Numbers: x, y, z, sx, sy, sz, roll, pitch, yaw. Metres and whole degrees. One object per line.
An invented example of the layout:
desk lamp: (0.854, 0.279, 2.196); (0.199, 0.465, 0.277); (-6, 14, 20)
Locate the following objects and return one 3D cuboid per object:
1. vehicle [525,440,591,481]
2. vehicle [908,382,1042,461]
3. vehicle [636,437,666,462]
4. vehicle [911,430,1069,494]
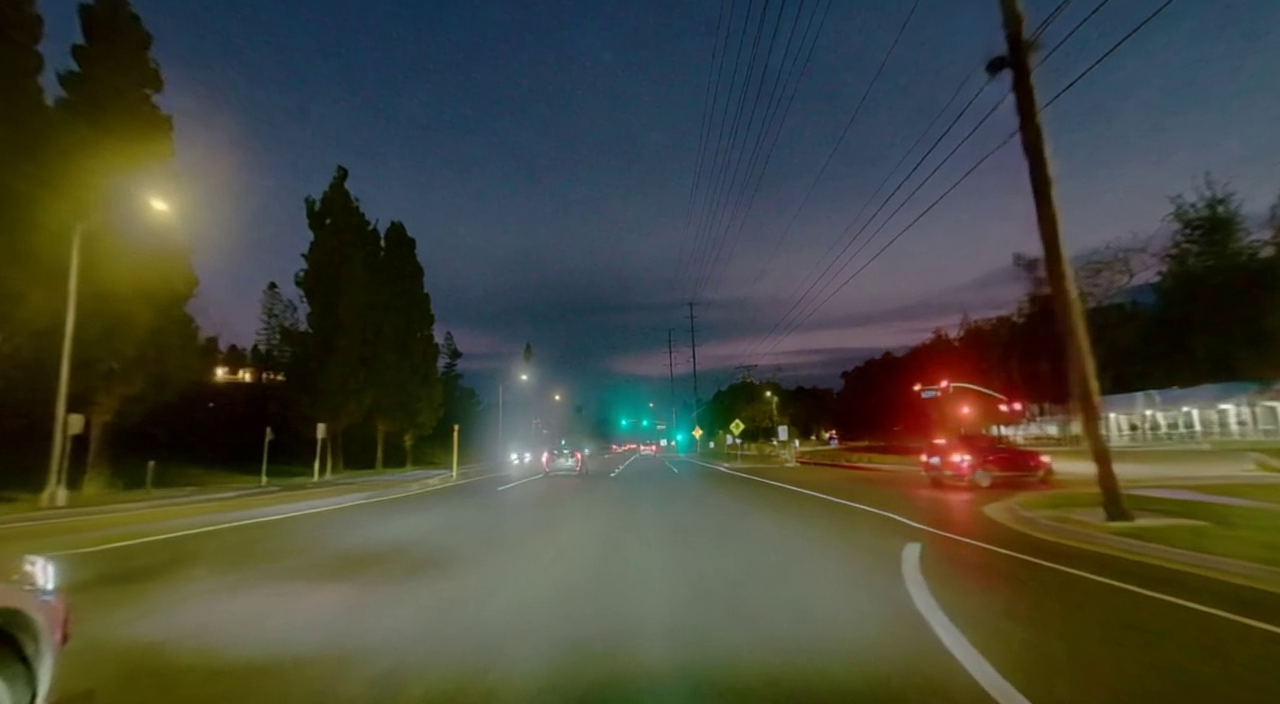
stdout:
vehicle: (-3.122, 4.265, 24.980); (1.982, 1.451, 4.152); (0, -9, 1)
vehicle: (19.949, 4.160, 38.462); (2.923, 4.081, 8.860); (-3, -5, -1)
vehicle: (0.780, 7.335, 47.442); (2.155, 1.781, 3.977); (0, -9, 1)
vehicle: (9.653, 2.957, 17.287); (4.420, 1.541, 2.062); (6, -11, -36)
